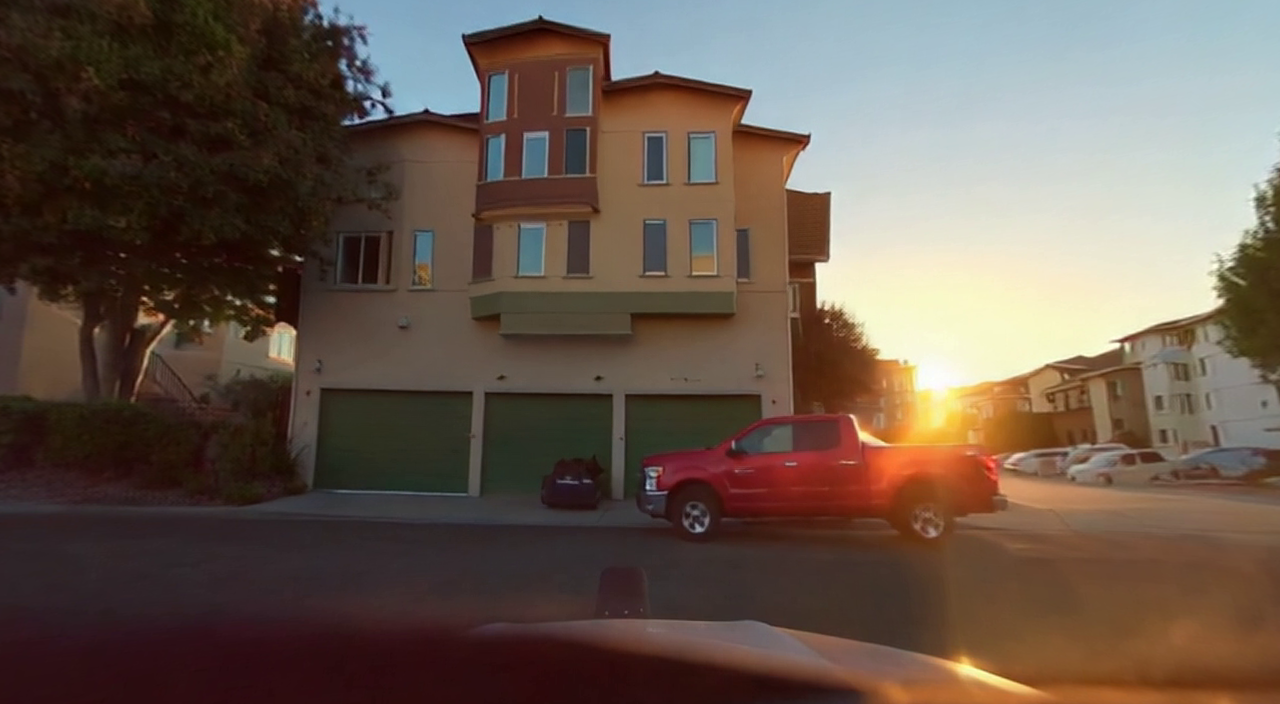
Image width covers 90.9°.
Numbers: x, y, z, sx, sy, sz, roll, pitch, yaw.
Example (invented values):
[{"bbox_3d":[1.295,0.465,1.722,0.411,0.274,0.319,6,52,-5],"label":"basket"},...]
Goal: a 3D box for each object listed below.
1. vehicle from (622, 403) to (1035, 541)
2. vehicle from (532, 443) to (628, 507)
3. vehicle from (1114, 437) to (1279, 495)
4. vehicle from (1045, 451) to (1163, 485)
[{"bbox_3d":[2.670,1.841,10.040,5.600,1.835,2.161,-1,-8,9],"label":"vehicle"},{"bbox_3d":[-1.696,3.623,19.056,1.869,1.460,3.826,-5,-6,10],"label":"vehicle"},{"bbox_3d":[18.946,3.742,21.011,4.383,1.784,2.211,-2,-8,9],"label":"vehicle"},{"bbox_3d":[21.027,5.252,28.730,3.897,1.416,1.703,-2,-8,10],"label":"vehicle"}]
